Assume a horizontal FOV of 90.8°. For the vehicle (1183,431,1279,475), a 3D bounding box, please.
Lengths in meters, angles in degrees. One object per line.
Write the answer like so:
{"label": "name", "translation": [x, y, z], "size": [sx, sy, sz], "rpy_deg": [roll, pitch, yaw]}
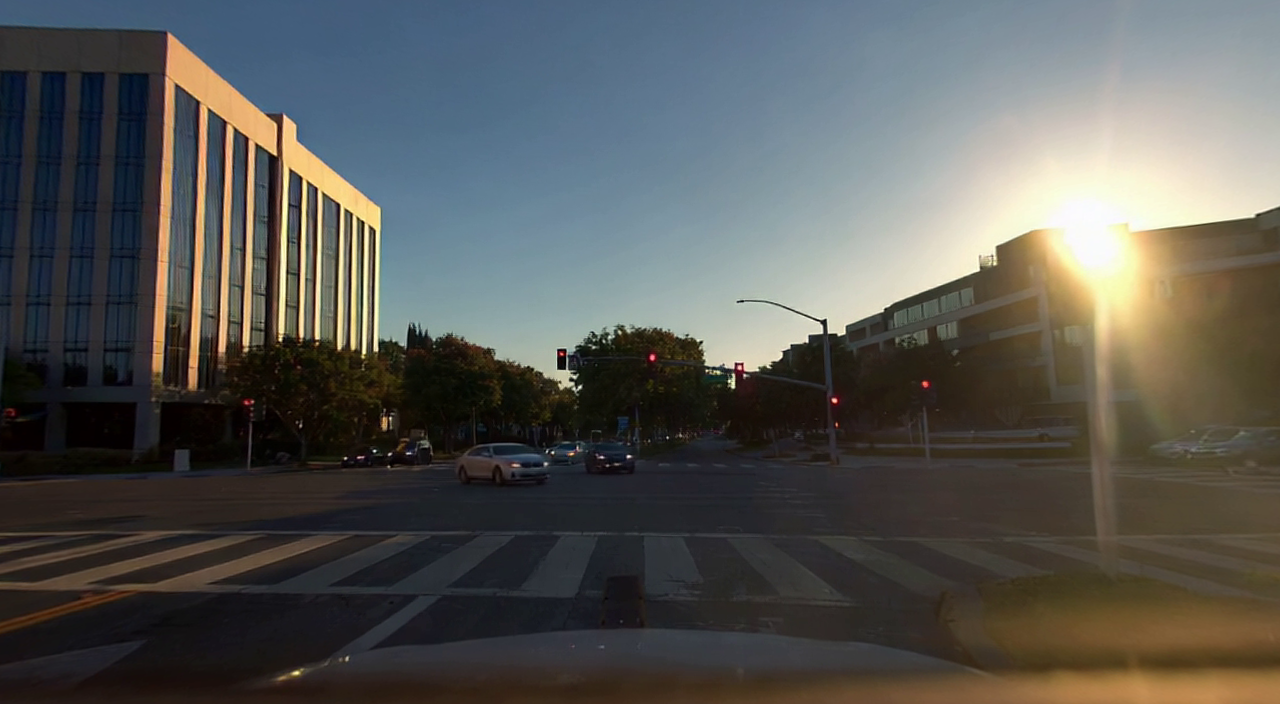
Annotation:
{"label": "vehicle", "translation": [22.324, 3.559, 22.367], "size": [4.474, 1.477, 1.908], "rpy_deg": [0, -9, -3]}

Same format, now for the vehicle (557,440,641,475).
{"label": "vehicle", "translation": [-1.998, 4.852, 29.171], "size": [2.109, 1.461, 4.637], "rpy_deg": [4, -10, -28]}

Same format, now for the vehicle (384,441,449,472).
{"label": "vehicle", "translation": [-15.136, 7.121, 43.243], "size": [2.340, 1.946, 5.450], "rpy_deg": [-1, -9, 1]}

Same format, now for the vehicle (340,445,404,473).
{"label": "vehicle", "translation": [-18.558, 7.408, 44.080], "size": [2.237, 1.842, 5.116], "rpy_deg": [0, -9, 0]}

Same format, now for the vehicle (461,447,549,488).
{"label": "vehicle", "translation": [-4.911, 4.082, 22.611], "size": [1.910, 1.288, 4.093], "rpy_deg": [5, -10, -29]}
